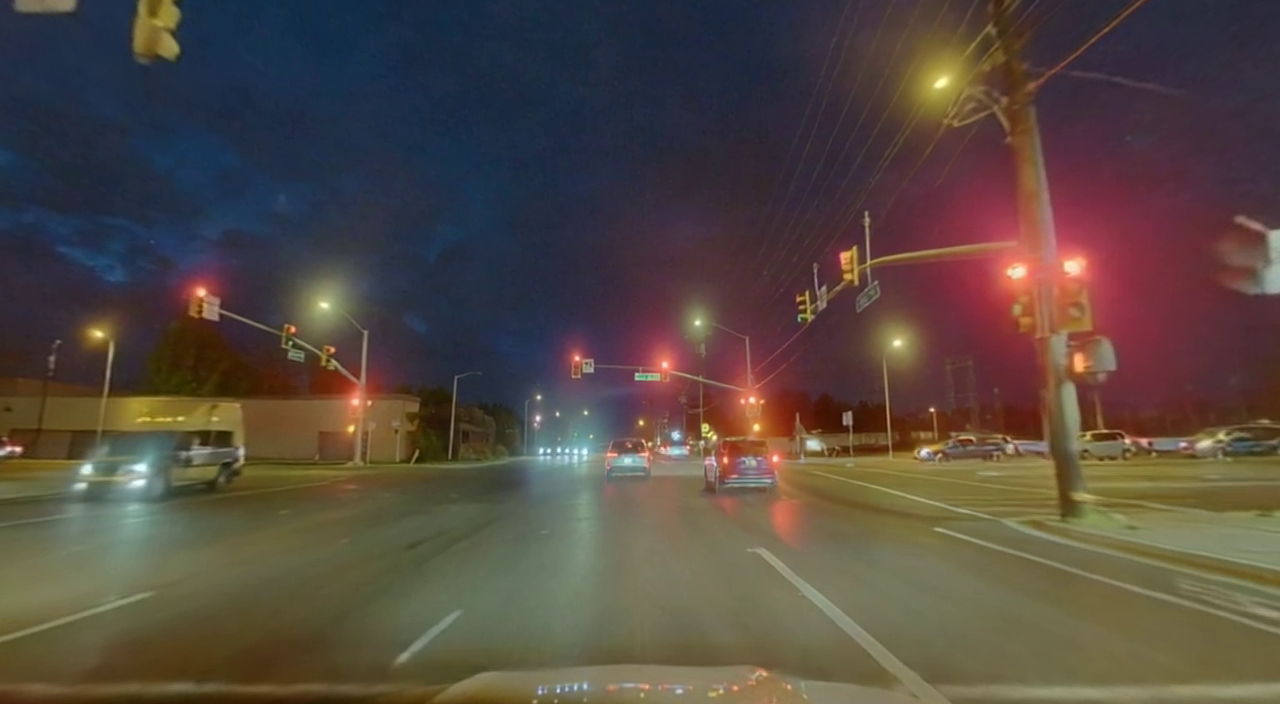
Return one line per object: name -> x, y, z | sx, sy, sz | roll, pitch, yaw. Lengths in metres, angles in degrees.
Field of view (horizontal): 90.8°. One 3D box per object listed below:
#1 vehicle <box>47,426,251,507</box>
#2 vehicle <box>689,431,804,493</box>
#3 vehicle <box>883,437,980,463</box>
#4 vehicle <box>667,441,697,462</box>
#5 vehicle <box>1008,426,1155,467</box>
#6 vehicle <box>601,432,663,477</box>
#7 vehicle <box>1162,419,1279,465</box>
vehicle -> -14.339, 3.346, 18.955 | 2.233, 2.072, 4.813 | 0, -8, -1
vehicle -> 2.723, 2.964, 17.413 | 2.208, 1.436, 4.542 | 0, -8, -3
vehicle -> 16.984, 5.720, 36.968 | 4.749, 1.465, 1.938 | 0, -8, -3
vehicle -> 3.170, 7.651, 48.691 | 1.971, 1.477, 4.121 | 0, -8, -1
vehicle -> 17.389, 3.749, 25.015 | 4.436, 1.503, 1.844 | 0, -8, -2
vehicle -> -0.287, 3.721, 23.097 | 2.065, 1.484, 3.894 | 0, -8, -1
vehicle -> 24.198, 3.611, 25.436 | 4.661, 1.722, 1.895 | 0, -8, -2
